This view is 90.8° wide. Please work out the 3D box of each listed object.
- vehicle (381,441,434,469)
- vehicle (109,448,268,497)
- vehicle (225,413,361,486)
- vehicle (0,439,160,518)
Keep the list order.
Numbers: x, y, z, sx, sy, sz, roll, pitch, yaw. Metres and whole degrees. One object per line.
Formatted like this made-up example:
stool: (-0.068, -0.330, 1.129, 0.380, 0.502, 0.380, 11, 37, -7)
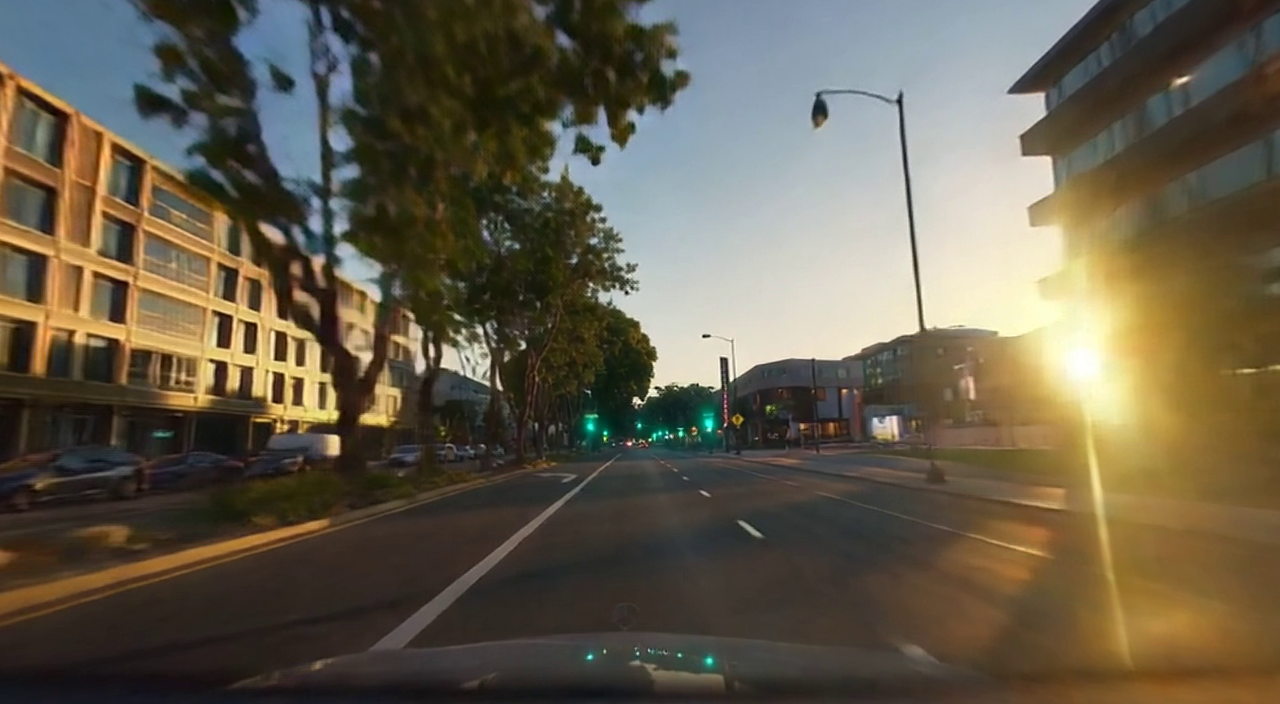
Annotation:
vehicle: (-15.581, 6.924, 42.647, 1.950, 1.749, 5.006, 0, -8, -3)
vehicle: (-15.524, 4.139, 22.158, 1.929, 1.471, 4.919, 0, -8, 0)
vehicle: (-15.429, 4.412, 28.779, 2.335, 2.896, 6.785, -1, -9, -1)
vehicle: (-15.396, 3.200, 16.460, 1.989, 1.747, 5.019, -1, -8, -3)
